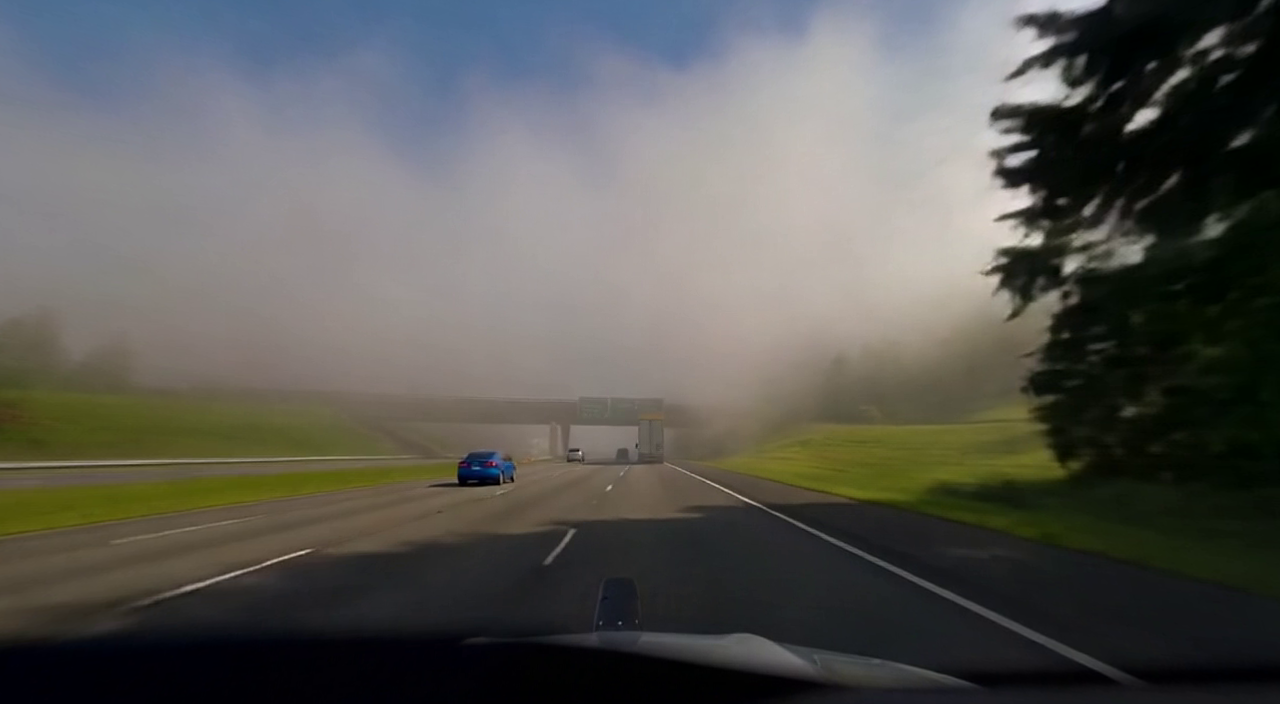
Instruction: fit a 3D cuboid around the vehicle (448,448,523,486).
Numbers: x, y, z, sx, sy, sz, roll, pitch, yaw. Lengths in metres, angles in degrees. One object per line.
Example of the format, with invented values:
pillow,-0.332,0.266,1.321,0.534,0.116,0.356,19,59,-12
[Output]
vehicle,-6.532,4.894,27.178,2.038,1.489,4.603,0,-9,0
